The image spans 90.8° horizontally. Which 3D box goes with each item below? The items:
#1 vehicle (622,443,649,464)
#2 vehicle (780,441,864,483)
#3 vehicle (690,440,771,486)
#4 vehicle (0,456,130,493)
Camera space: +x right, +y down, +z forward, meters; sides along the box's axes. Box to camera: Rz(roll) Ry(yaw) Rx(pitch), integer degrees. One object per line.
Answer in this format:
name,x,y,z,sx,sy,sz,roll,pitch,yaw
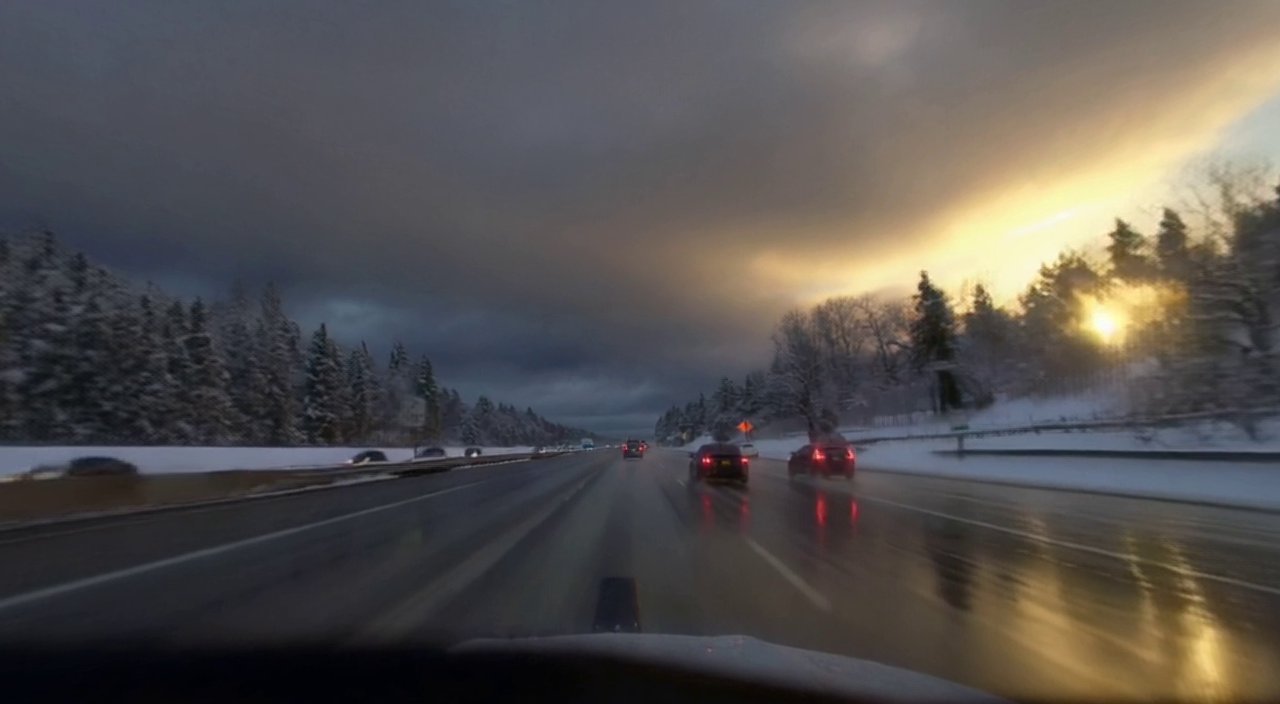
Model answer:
vehicle,-0.426,7.937,49.582,2.029,1.595,4.207,0,-8,-1
vehicle,7.164,4.371,25.396,1.946,1.497,4.467,0,-8,-2
vehicle,3.115,3.941,22.795,2.076,1.472,4.562,0,-8,-2
vehicle,-26.607,5.640,29.369,1.951,1.481,4.693,0,-9,-1
